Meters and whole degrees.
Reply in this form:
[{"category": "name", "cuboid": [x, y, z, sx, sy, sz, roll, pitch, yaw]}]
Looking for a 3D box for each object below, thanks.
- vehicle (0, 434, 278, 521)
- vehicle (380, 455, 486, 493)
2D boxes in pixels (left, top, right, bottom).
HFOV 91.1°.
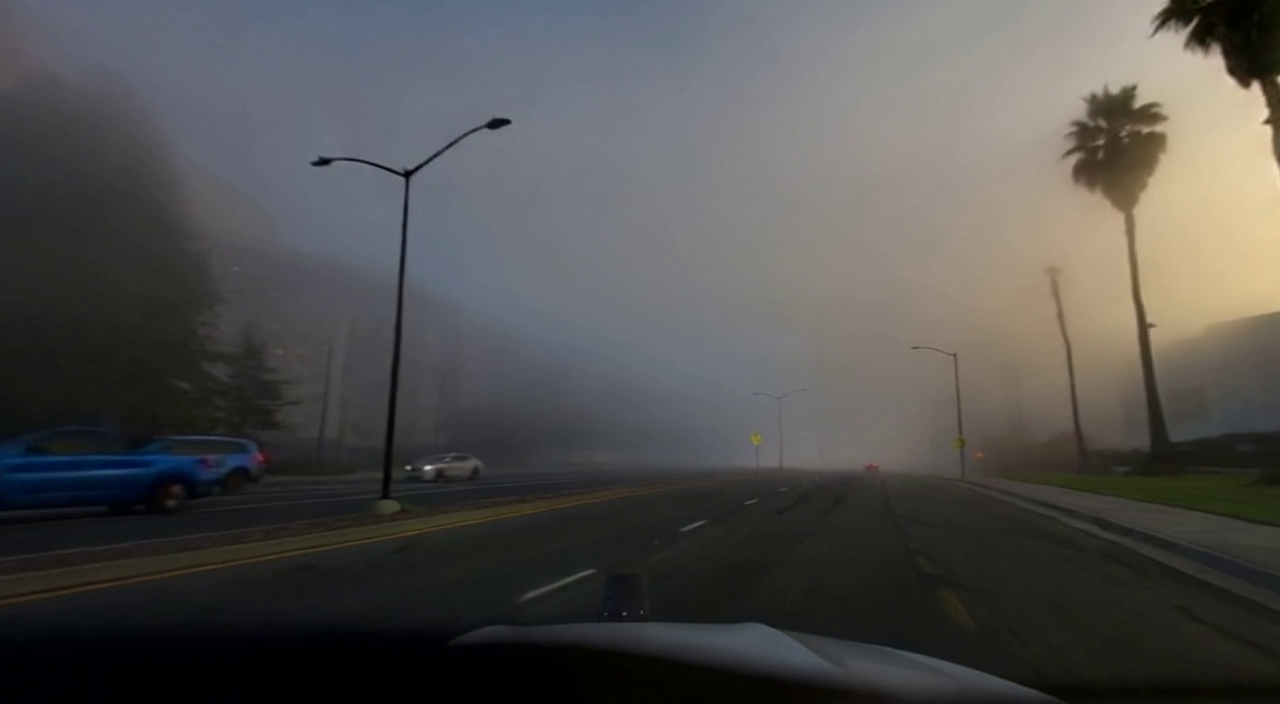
[{"category": "vehicle", "cuboid": [-13.271, 3.233, 16.960, 2.273, 1.890, 5.841, -3, -9, 19]}, {"category": "vehicle", "cuboid": [-9.172, 5.414, 28.360, 1.915, 1.490, 4.763, -3, -9, 21]}]
